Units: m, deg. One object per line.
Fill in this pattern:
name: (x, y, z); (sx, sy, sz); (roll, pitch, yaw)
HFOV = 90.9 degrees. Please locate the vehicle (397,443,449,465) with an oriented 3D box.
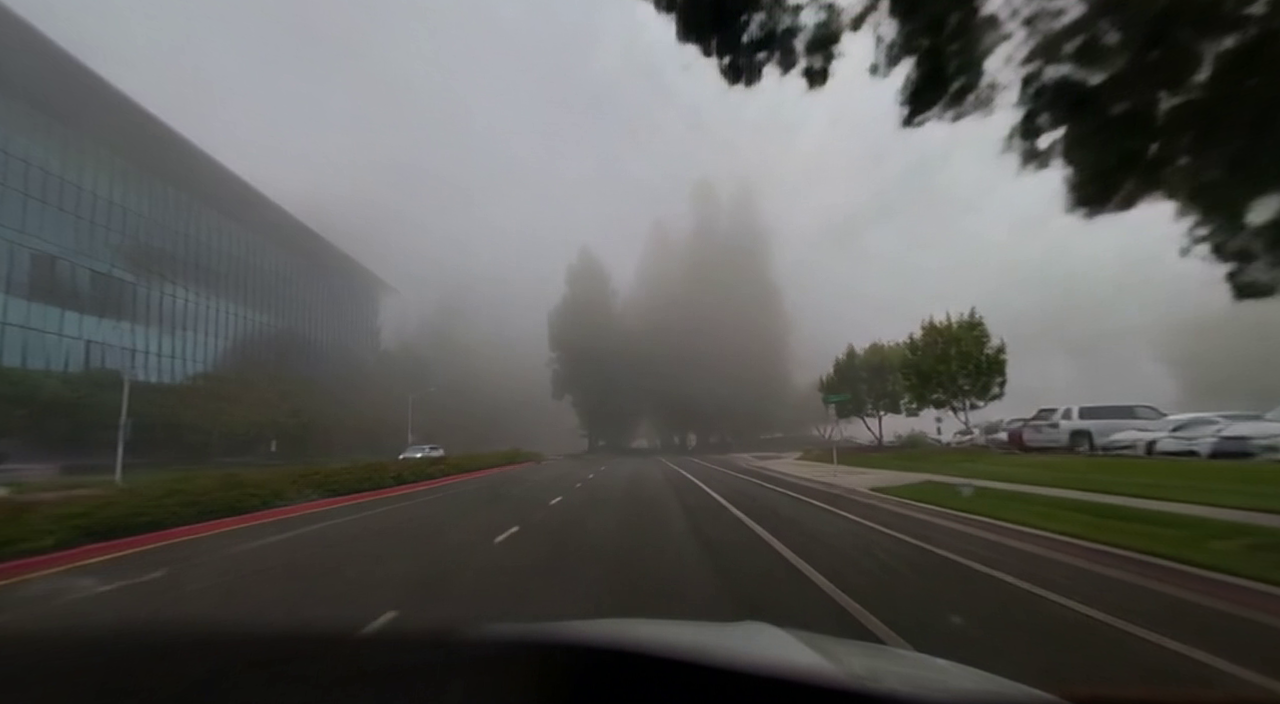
vehicle: (-15.383, 7.240, 44.929); (1.982, 1.504, 4.683); (0, -8, 1)

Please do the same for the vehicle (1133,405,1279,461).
vehicle: (15.012, 2.085, 16.169); (3.277, 1.347, 1.692); (0, -8, -2)

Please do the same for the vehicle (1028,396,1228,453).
vehicle: (15.336, 2.323, 20.030); (4.437, 1.689, 2.332); (0, -8, -4)
